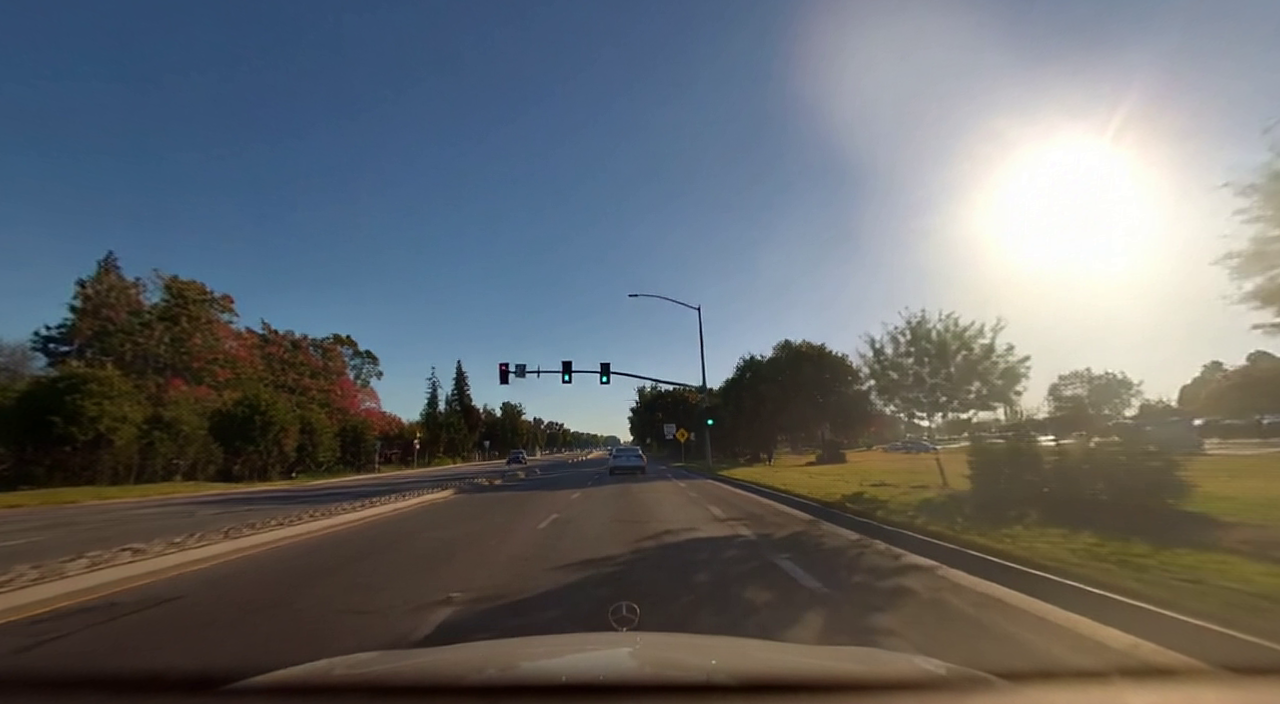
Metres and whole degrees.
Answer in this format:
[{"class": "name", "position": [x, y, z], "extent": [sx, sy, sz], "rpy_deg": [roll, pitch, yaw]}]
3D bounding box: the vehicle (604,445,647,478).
[{"class": "vehicle", "position": [-0.711, 5.245, 30.275], "extent": [1.954, 1.469, 3.465], "rpy_deg": [0, -9, -1]}]
